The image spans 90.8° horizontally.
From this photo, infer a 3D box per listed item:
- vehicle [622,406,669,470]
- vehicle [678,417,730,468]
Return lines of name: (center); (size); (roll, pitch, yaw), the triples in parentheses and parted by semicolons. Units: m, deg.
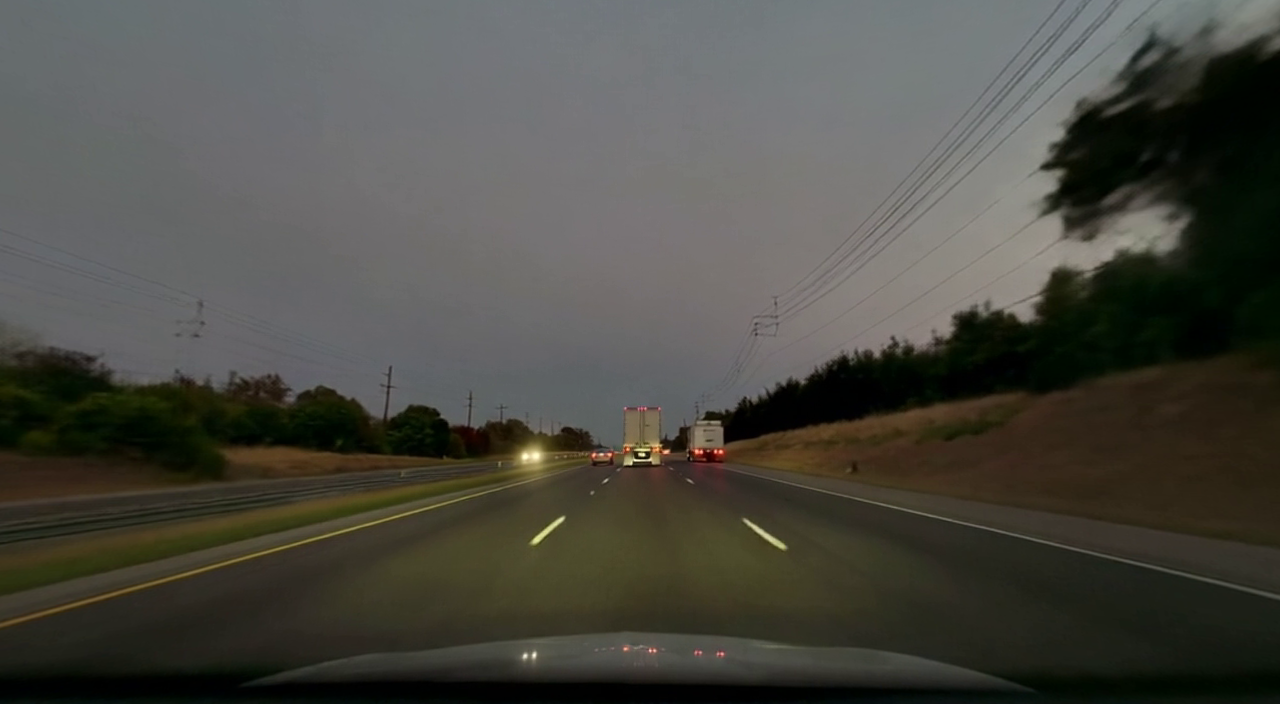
vehicle: (0.321, 6.575, 47.013); (2.997, 4.076, 13.224); (0, -9, 0)
vehicle: (4.545, 6.761, 46.533); (2.938, 3.378, 8.820); (0, -9, 0)
